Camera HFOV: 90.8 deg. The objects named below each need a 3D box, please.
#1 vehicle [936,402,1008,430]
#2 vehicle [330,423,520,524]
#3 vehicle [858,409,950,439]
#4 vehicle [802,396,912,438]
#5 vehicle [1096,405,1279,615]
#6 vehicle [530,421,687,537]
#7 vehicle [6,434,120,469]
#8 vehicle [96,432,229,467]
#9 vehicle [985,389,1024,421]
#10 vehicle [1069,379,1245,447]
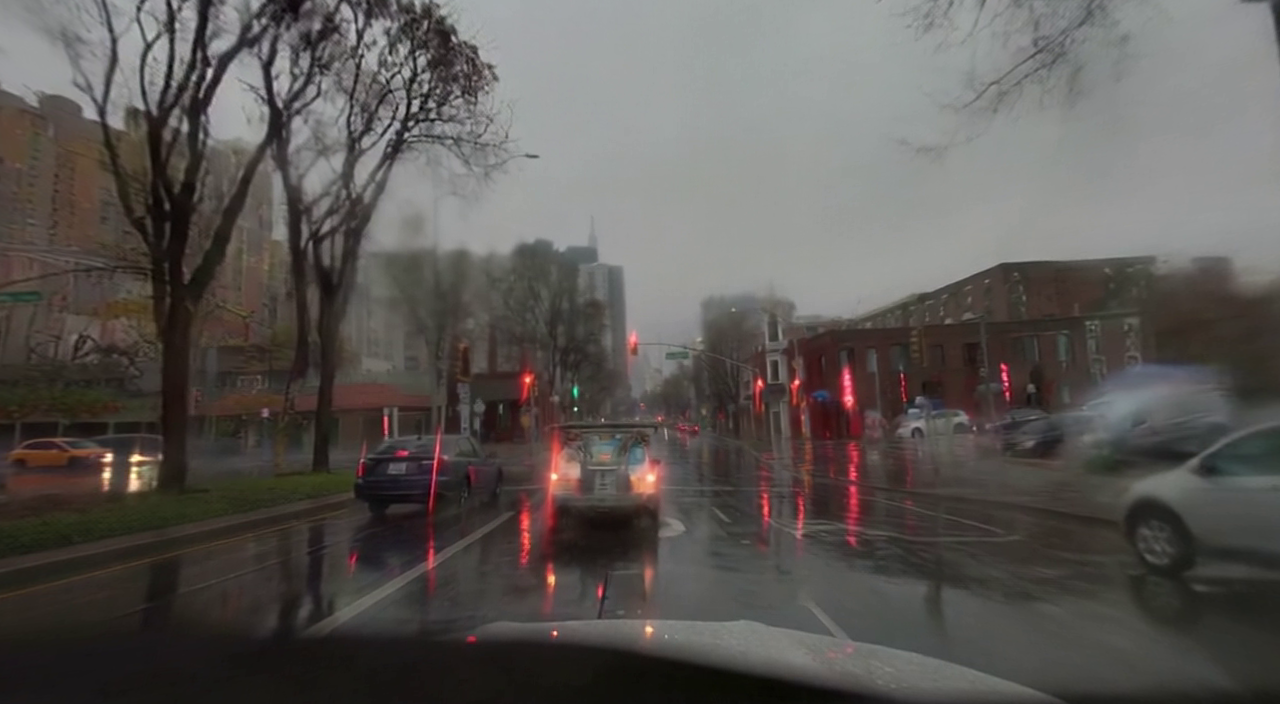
[{"bbox_3d":[21.166,4.115,40.187,5.017,1.542,2.055,6,-11,-38],"label":"vehicle"},{"bbox_3d":[-3.690,2.174,11.859,1.934,1.522,4.464,0,-8,1],"label":"vehicle"},{"bbox_3d":[15.176,4.150,36.270,4.775,1.604,1.915,3,-9,-21],"label":"vehicle"},{"bbox_3d":[13.777,4.186,40.127,6.541,2.480,2.259,3,-9,-19],"label":"vehicle"},{"bbox_3d":[6.209,1.244,4.850,1.904,1.705,4.510,0,-8,-2],"label":"vehicle"},{"bbox_3d":[-0.430,1.985,10.416,2.082,1.520,3.896,0,-8,0],"label":"vehicle"},{"bbox_3d":[-32.467,5.611,35.674,4.280,1.857,2.136,0,-8,1],"label":"vehicle"},{"bbox_3d":[-21.349,4.375,28.372,4.453,1.471,1.921,-1,-8,3],"label":"vehicle"},{"bbox_3d":[27.060,3.992,46.798,2.152,1.993,5.078,-6,-10,31],"label":"vehicle"},{"bbox_3d":[21.661,2.642,26.598,5.756,2.653,2.403,1,-9,-11],"label":"vehicle"}]
